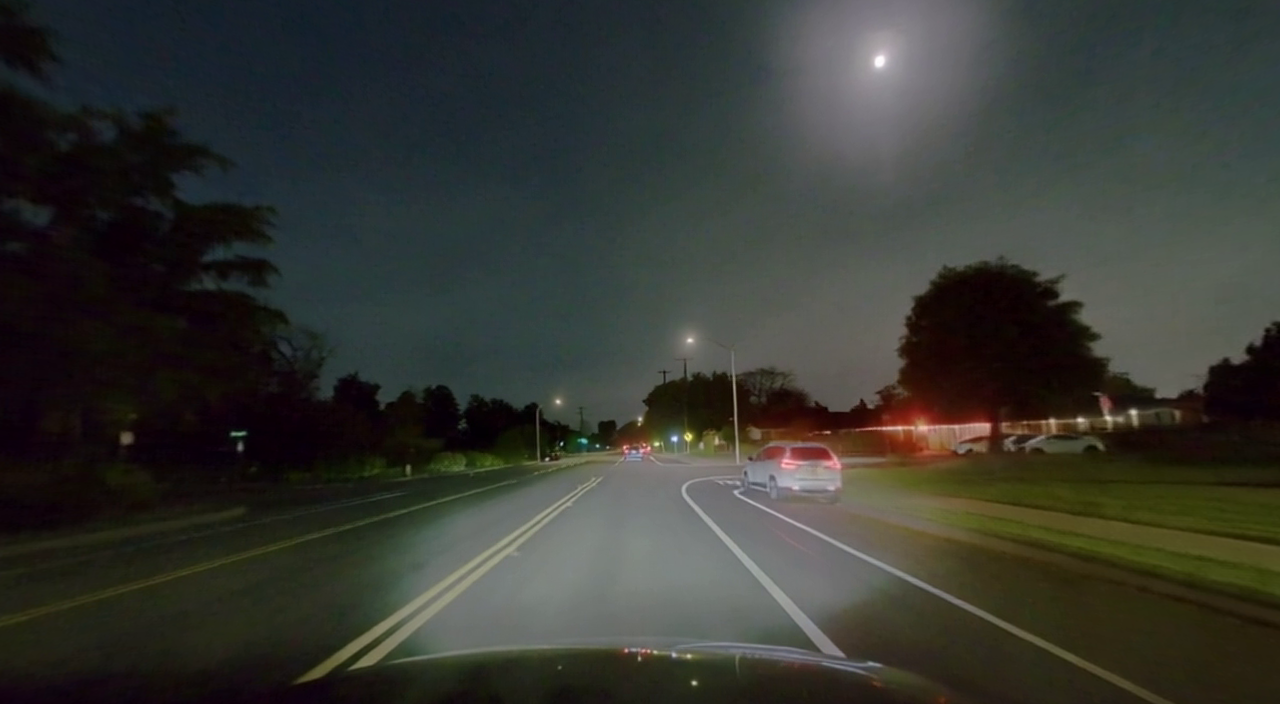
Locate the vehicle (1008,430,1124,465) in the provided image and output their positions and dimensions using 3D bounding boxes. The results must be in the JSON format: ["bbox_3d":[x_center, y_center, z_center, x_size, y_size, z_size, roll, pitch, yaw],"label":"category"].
[{"bbox_3d":[21.241,4.778,31.563,4.536,1.654,1.931,1,-9,-7],"label":"vehicle"}]

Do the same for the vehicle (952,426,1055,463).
[{"bbox_3d":[22.012,5.625,38.389,4.894,1.828,2.202,-3,-10,-8],"label":"vehicle"}]

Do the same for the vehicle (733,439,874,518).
[{"bbox_3d":[3.957,3.117,16.188,2.124,1.524,4.698,6,-9,-2],"label":"vehicle"}]
